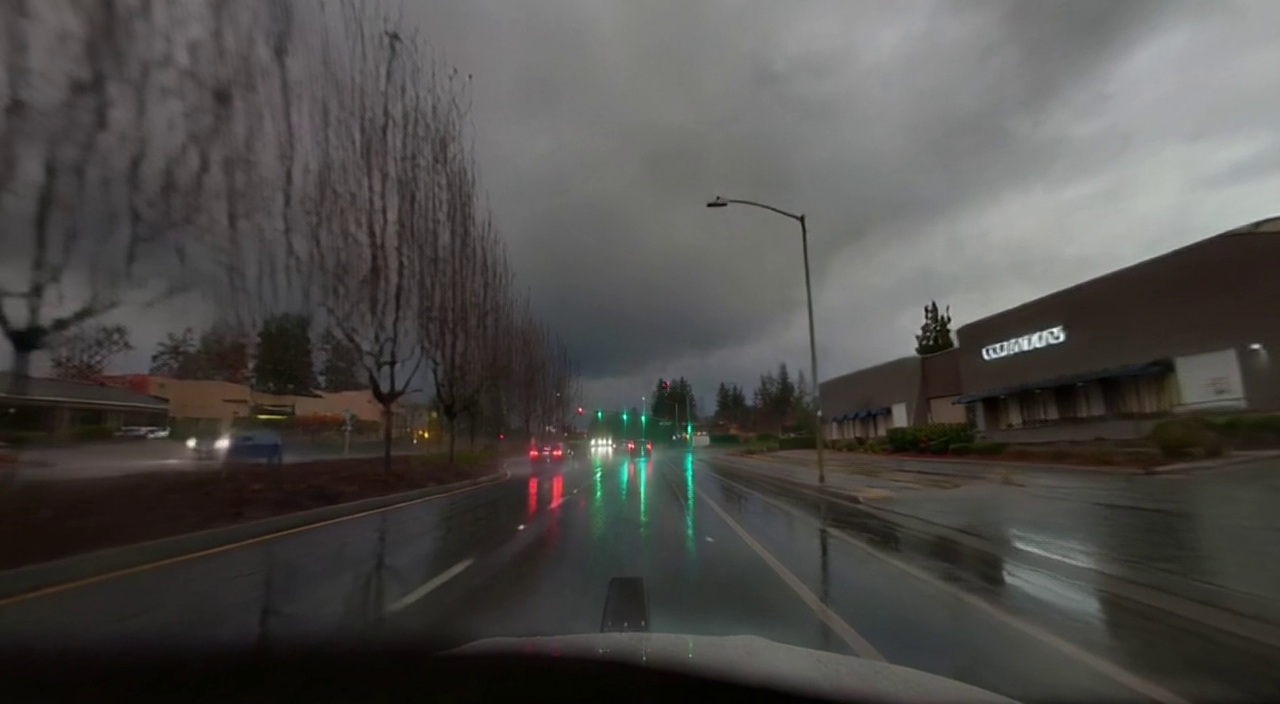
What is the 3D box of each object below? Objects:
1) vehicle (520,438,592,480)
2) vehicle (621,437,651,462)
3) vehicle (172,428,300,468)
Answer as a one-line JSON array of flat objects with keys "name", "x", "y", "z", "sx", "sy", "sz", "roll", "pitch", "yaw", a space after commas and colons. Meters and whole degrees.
[{"name": "vehicle", "x": -3.118, "y": 4.090, "z": 24.393, "sx": 2.015, "sy": 1.470, "sz": 4.458, "roll": 0, "pitch": -8, "yaw": 2}, {"name": "vehicle", "x": -0.284, "y": 7.211, "z": 46.894, "sx": 2.153, "sy": 1.764, "sz": 4.047, "roll": 0, "pitch": -8, "yaw": 0}, {"name": "vehicle", "x": -16.938, "y": 4.076, "z": 26.812, "sx": 2.341, "sy": 1.527, "sz": 4.616, "roll": 0, "pitch": -8, "yaw": 1}]
